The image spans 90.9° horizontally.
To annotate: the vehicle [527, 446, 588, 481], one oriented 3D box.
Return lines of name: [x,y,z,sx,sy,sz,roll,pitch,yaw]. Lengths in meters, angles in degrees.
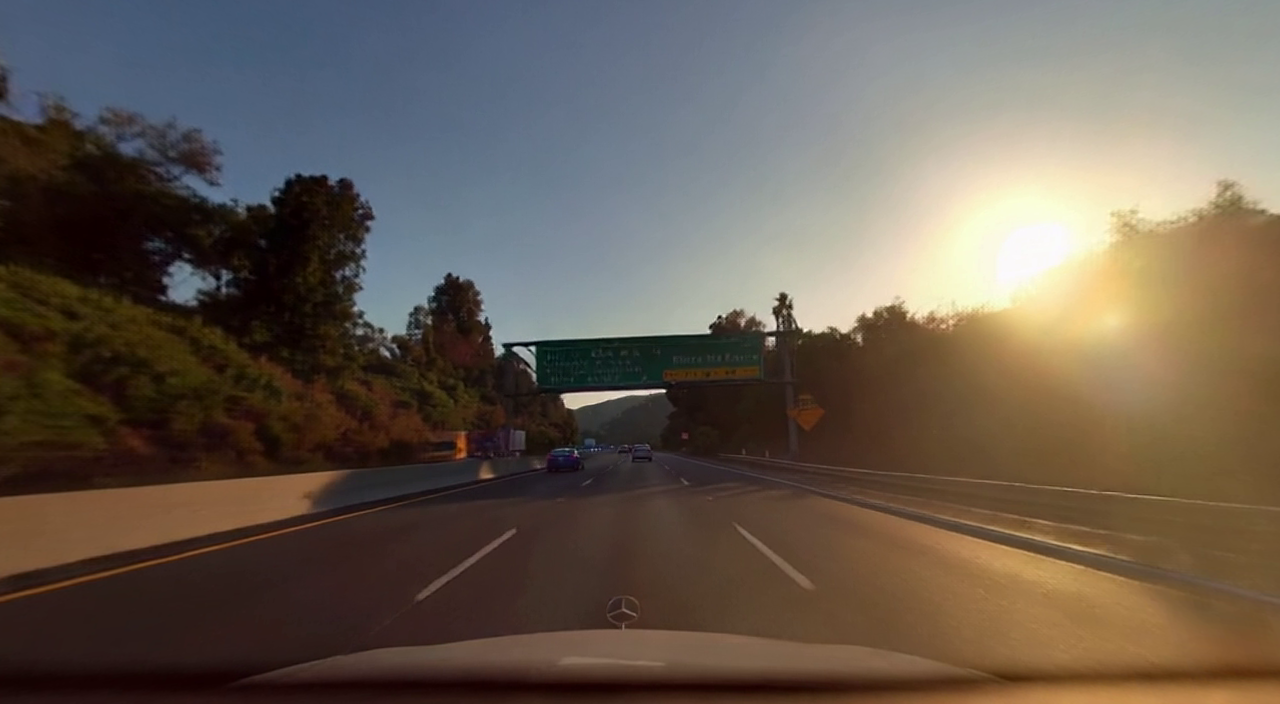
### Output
vehicle: [-3.711,5.123,29.376,2.157,1.483,4.601,0,-9,1]

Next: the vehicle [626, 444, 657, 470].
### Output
vehicle: [0.088,6.969,41.976,2.011,1.590,3.607,0,-9,0]

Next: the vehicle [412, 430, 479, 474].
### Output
vehicle: [-13.372,6.938,43.927,2.485,2.795,6.720,0,-9,0]
